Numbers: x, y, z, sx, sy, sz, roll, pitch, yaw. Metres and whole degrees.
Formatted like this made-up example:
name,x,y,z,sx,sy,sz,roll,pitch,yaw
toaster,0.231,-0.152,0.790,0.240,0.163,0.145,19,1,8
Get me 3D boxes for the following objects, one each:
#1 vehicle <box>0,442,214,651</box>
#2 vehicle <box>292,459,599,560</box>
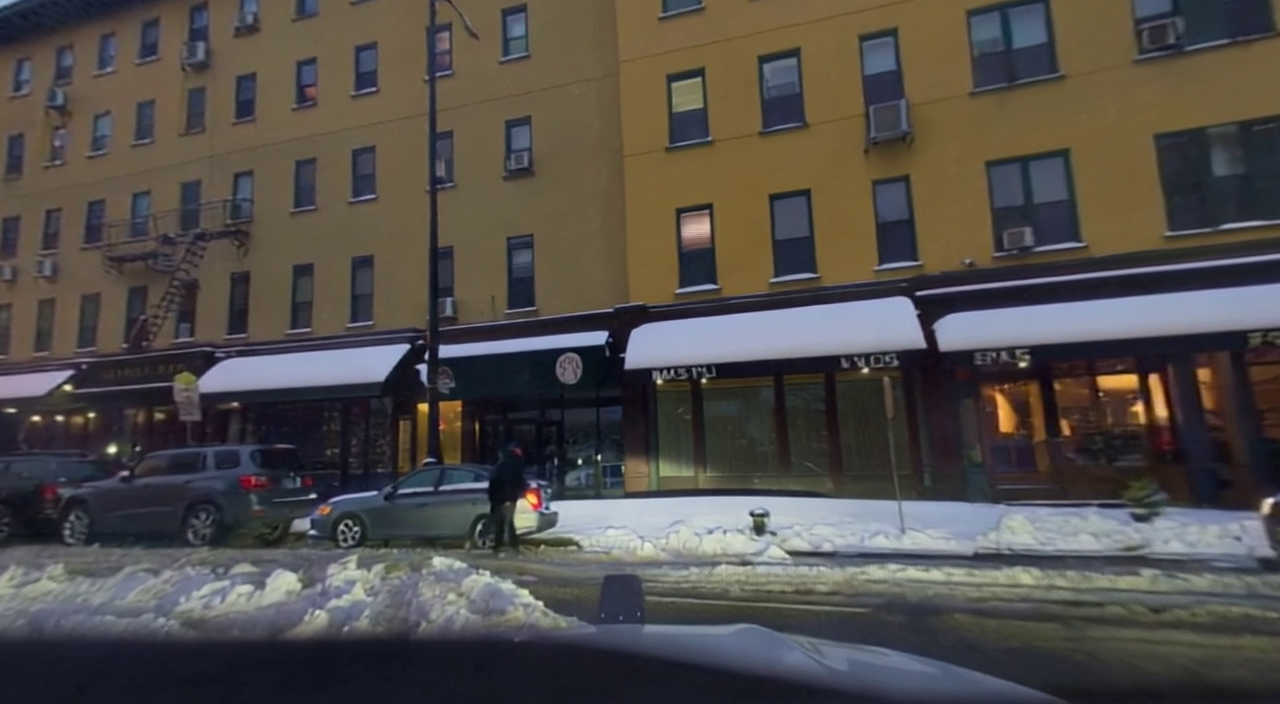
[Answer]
name,x,y,z,sx,sy,sz,roll,pitch,yaw
vehicle,-6.379,1.560,5.705,4.330,1.458,1.932,-3,-9,20
vehicle,-3.305,2.610,10.986,4.830,1.421,1.826,-3,-9,16
